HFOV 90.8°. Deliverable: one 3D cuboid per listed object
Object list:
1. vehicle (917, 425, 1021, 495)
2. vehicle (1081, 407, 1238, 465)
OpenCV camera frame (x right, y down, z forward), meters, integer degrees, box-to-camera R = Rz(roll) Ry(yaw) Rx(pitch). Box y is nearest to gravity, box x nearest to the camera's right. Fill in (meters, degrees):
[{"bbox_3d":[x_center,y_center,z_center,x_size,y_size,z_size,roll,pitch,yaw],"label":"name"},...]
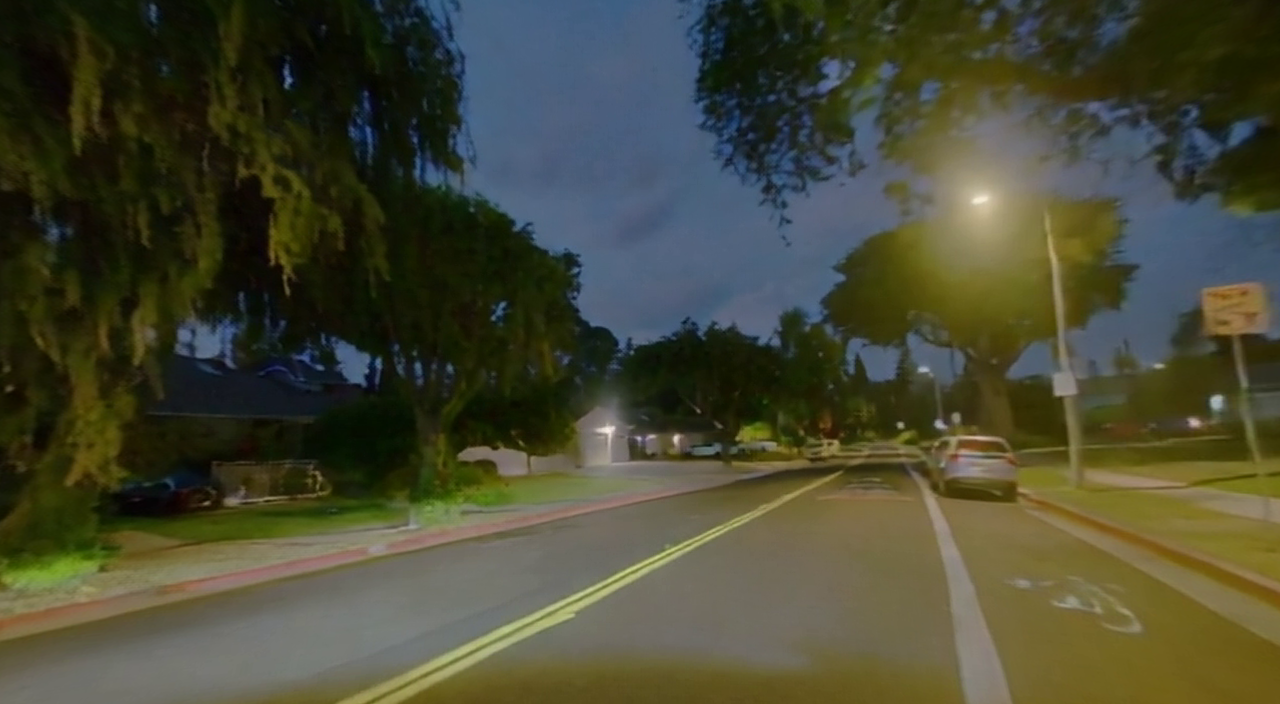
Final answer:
[{"bbox_3d":[9.445,3.102,18.512,2.204,1.776,4.262,-4,-9,22],"label":"vehicle"},{"bbox_3d":[19.617,3.178,23.962,4.390,1.696,1.954,-4,-8,-9],"label":"vehicle"}]
